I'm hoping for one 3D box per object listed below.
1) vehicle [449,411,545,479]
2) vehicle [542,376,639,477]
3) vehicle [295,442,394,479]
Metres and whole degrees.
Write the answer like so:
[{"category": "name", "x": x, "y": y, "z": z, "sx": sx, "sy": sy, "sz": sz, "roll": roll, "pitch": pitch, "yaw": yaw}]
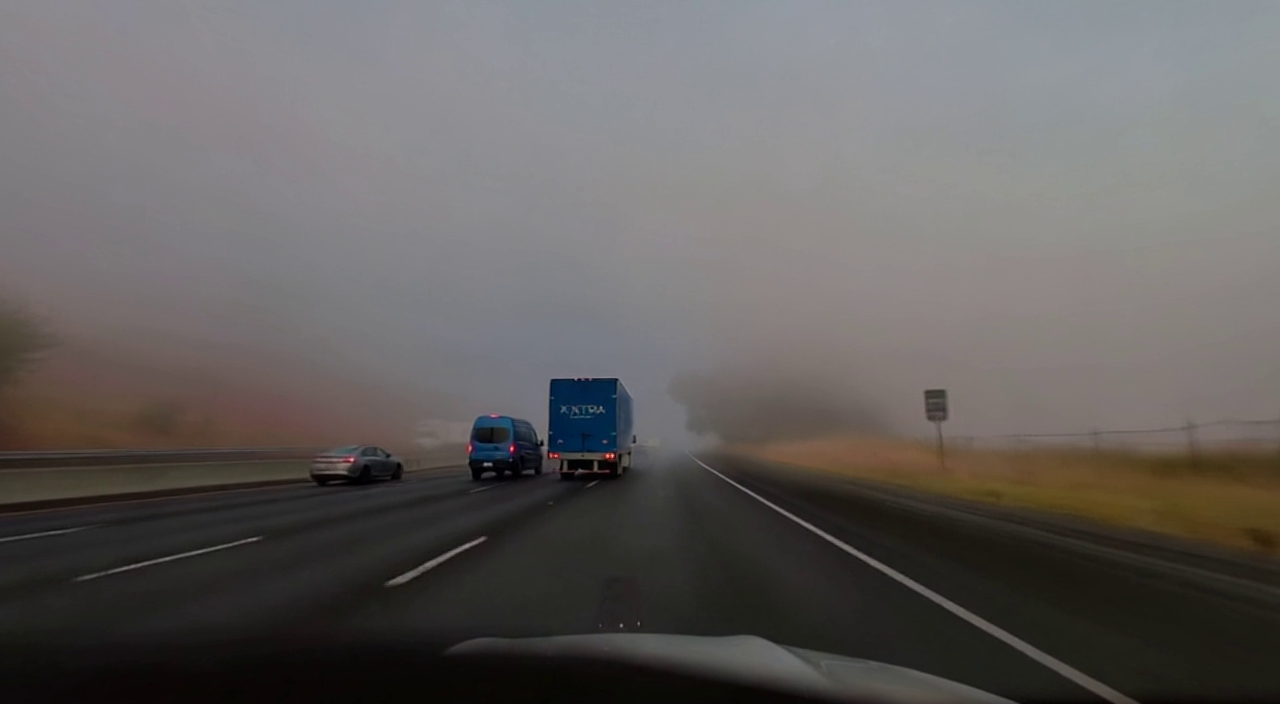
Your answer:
[{"category": "vehicle", "x": -6.027, "y": 4.052, "z": 27.534, "sx": 2.469, "sy": 2.615, "sz": 5.874, "roll": 0, "pitch": -9, "yaw": 3}, {"category": "vehicle", "x": -1.994, "y": 3.722, "z": 30.080, "sx": 3.183, "sy": 4.011, "sz": 9.617, "roll": 0, "pitch": -9, "yaw": 4}, {"category": "vehicle", "x": -13.052, "y": 4.812, "z": 28.182, "sx": 1.901, "sy": 1.487, "sz": 4.622, "roll": 0, "pitch": -9, "yaw": 4}]
